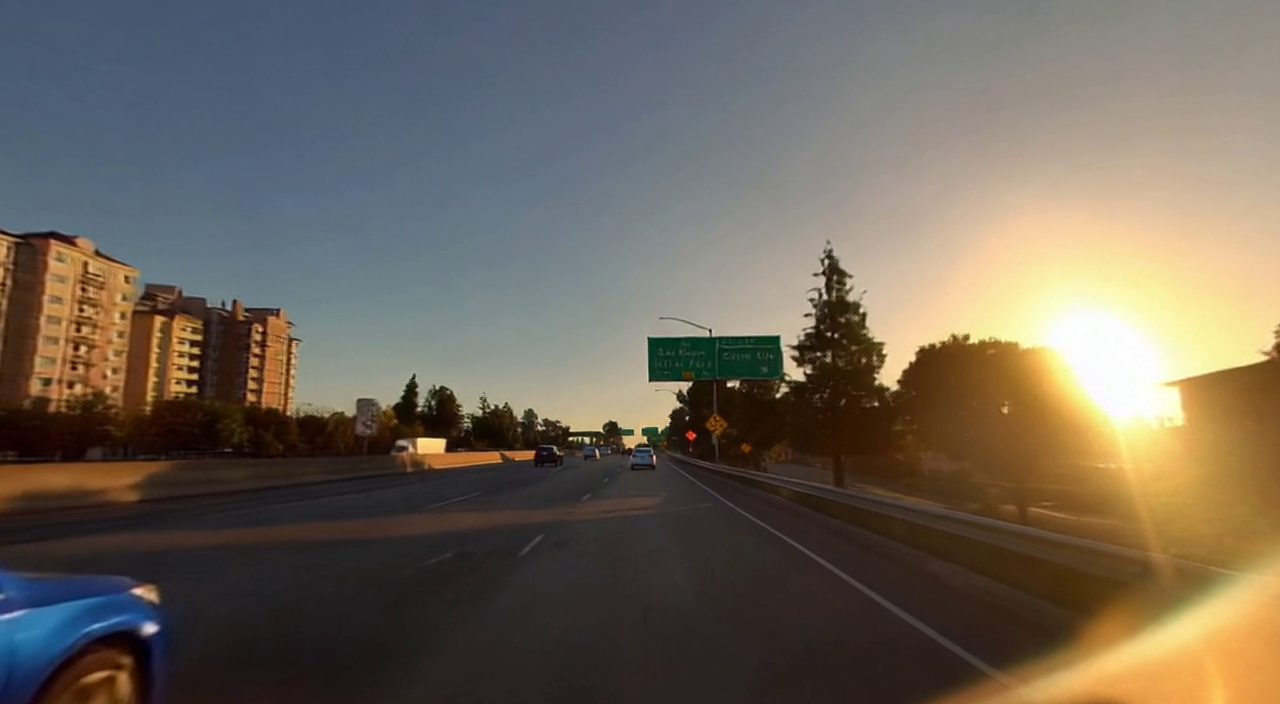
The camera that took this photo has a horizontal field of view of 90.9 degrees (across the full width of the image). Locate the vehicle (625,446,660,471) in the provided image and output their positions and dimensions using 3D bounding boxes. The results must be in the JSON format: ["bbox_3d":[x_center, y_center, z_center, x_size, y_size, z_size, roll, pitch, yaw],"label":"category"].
[{"bbox_3d":[0.166,6.476,38.538,2.051,1.443,3.770,0,-8,0],"label":"vehicle"}]

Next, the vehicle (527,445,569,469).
[{"bbox_3d":[-6.173,7.061,42.755,2.075,1.528,4.327,0,-8,1],"label":"vehicle"}]
